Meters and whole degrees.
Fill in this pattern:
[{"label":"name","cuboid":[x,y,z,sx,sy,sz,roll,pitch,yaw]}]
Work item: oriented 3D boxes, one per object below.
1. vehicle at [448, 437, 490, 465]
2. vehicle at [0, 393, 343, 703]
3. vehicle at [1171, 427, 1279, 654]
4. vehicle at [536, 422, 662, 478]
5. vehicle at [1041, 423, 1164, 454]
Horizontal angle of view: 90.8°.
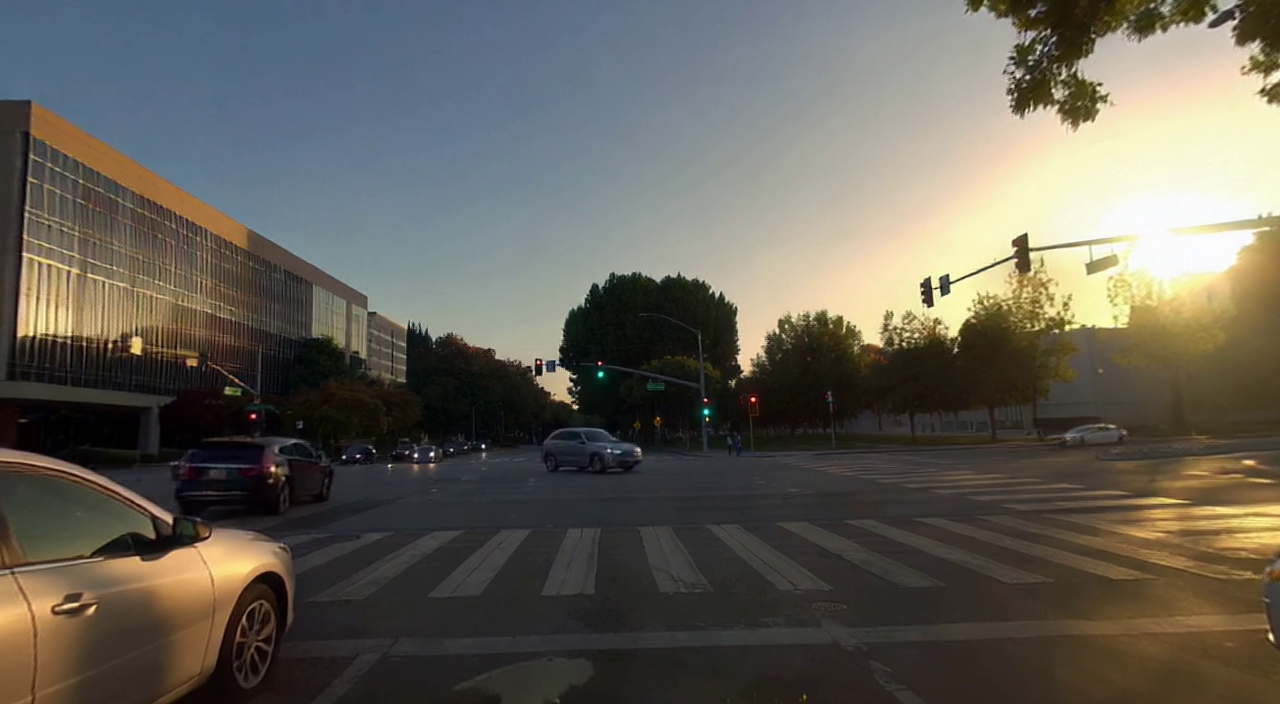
[{"label":"vehicle","cuboid":[-12.808,7.413,47.549,2.051,1.715,4.346,-3,-6,-2]},{"label":"vehicle","cuboid":[-3.072,0.896,2.153,1.919,1.478,4.720,0,-8,-1]},{"label":"vehicle","cuboid":[4.945,0.986,2.538,1.949,1.449,4.530,-1,-8,5]},{"label":"vehicle","cuboid":[-1.645,3.690,23.839,2.109,1.871,4.778,8,-12,-44]},{"label":"vehicle","cuboid":[23.287,4.394,31.930,4.660,1.495,2.007,0,-8,-3]}]
